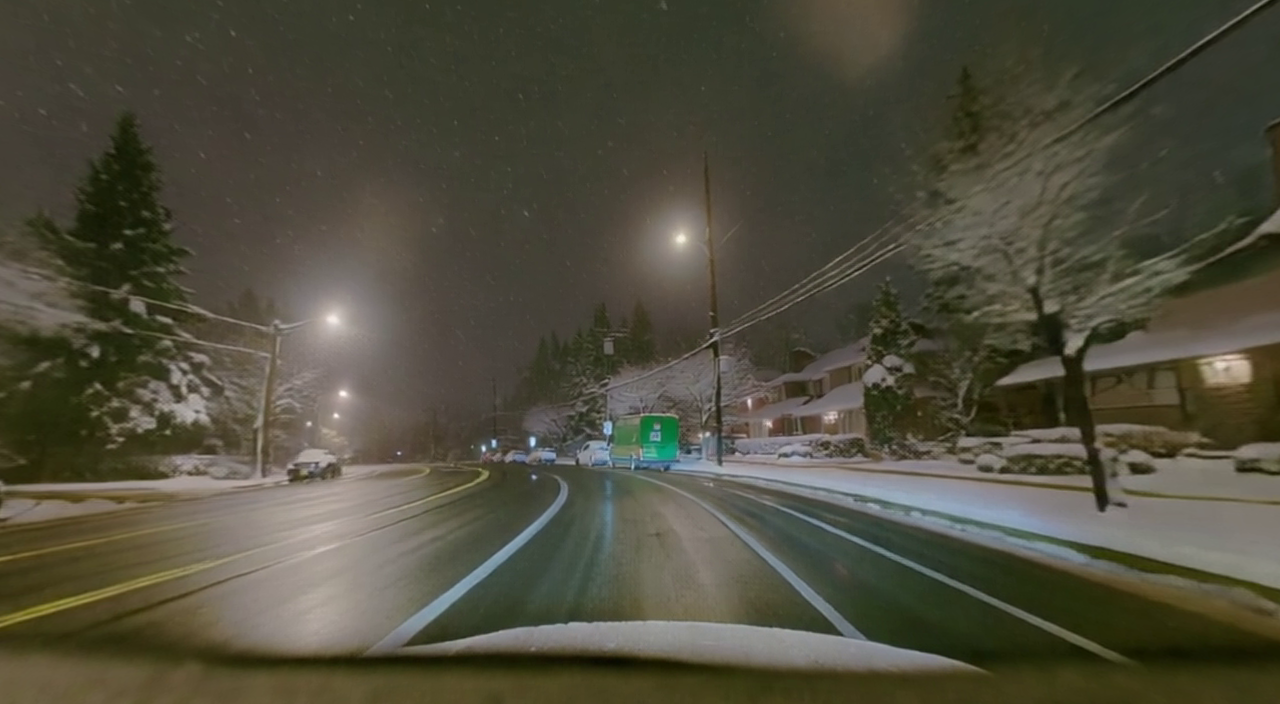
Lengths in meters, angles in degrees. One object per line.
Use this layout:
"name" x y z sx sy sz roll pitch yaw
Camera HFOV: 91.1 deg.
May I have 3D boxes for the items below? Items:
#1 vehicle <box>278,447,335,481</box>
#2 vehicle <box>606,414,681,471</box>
"vehicle" -19.497 6.515 36.867 1.976 1.797 4.249 2 -9 -16
"vehicle" 0.050 5.913 41.059 2.918 3.319 7.595 2 -9 -15
